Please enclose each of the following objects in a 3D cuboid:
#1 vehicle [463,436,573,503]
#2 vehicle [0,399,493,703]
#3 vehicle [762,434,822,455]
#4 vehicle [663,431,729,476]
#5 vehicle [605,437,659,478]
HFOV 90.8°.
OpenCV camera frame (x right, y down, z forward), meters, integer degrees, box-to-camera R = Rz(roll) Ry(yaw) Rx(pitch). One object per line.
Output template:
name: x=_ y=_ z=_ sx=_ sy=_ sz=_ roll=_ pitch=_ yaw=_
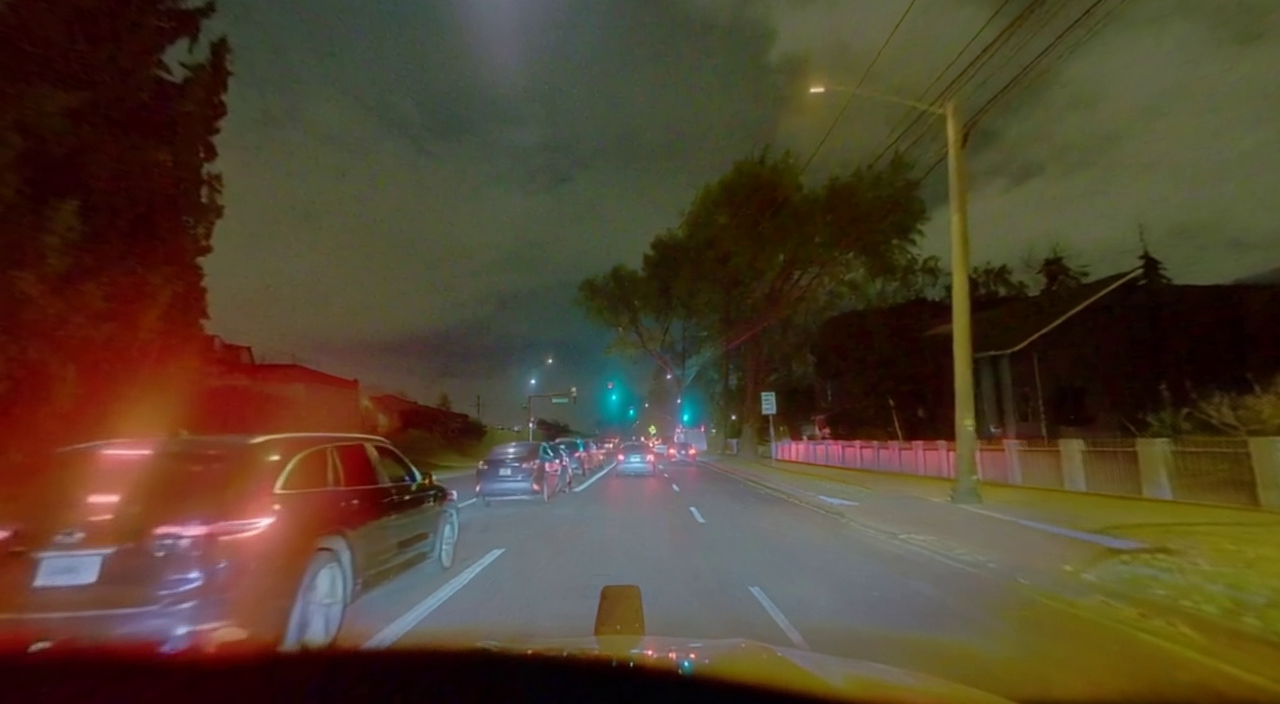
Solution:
vehicle: x=-2.990 y=2.990 z=16.592 sx=1.897 sy=1.484 sz=4.716 roll=0 pitch=-9 yaw=1
vehicle: x=-2.693 y=1.270 z=4.738 sx=2.081 sy=1.488 sz=4.566 roll=0 pitch=-9 yaw=0
vehicle: x=10.994 y=6.735 z=45.888 sx=3.883 sy=1.496 sz=1.779 roll=0 pitch=-8 yaw=-1
vehicle: x=2.240 y=4.273 z=26.774 sx=2.258 sy=1.682 sz=4.635 roll=0 pitch=-8 yaw=-1
vehicle: x=-0.339 y=4.068 z=24.537 sx=1.927 sy=1.453 sz=3.848 roll=0 pitch=-8 yaw=-1
